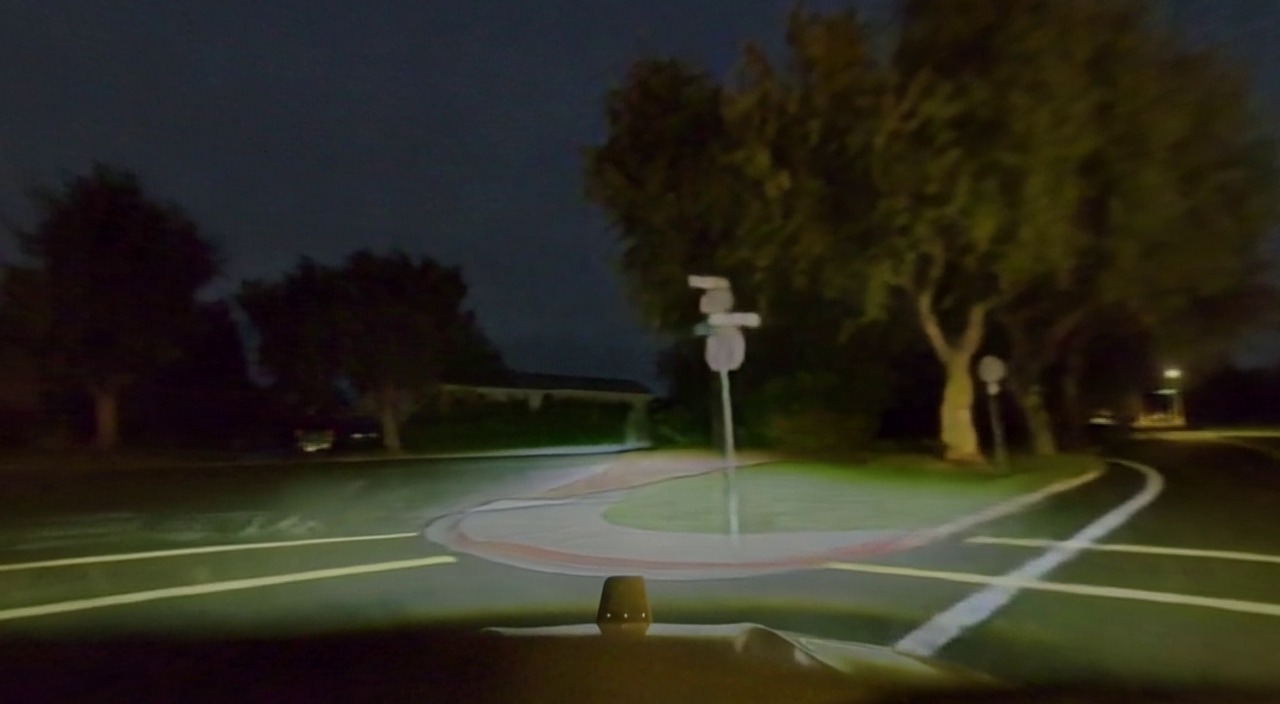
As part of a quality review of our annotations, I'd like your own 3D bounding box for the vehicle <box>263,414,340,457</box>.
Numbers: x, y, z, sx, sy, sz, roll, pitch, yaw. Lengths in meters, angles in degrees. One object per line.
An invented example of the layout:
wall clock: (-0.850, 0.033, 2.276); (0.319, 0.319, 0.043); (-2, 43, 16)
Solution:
vehicle: (-13.028, 3.269, 24.109); (1.860, 1.477, 4.629); (6, -11, -36)
